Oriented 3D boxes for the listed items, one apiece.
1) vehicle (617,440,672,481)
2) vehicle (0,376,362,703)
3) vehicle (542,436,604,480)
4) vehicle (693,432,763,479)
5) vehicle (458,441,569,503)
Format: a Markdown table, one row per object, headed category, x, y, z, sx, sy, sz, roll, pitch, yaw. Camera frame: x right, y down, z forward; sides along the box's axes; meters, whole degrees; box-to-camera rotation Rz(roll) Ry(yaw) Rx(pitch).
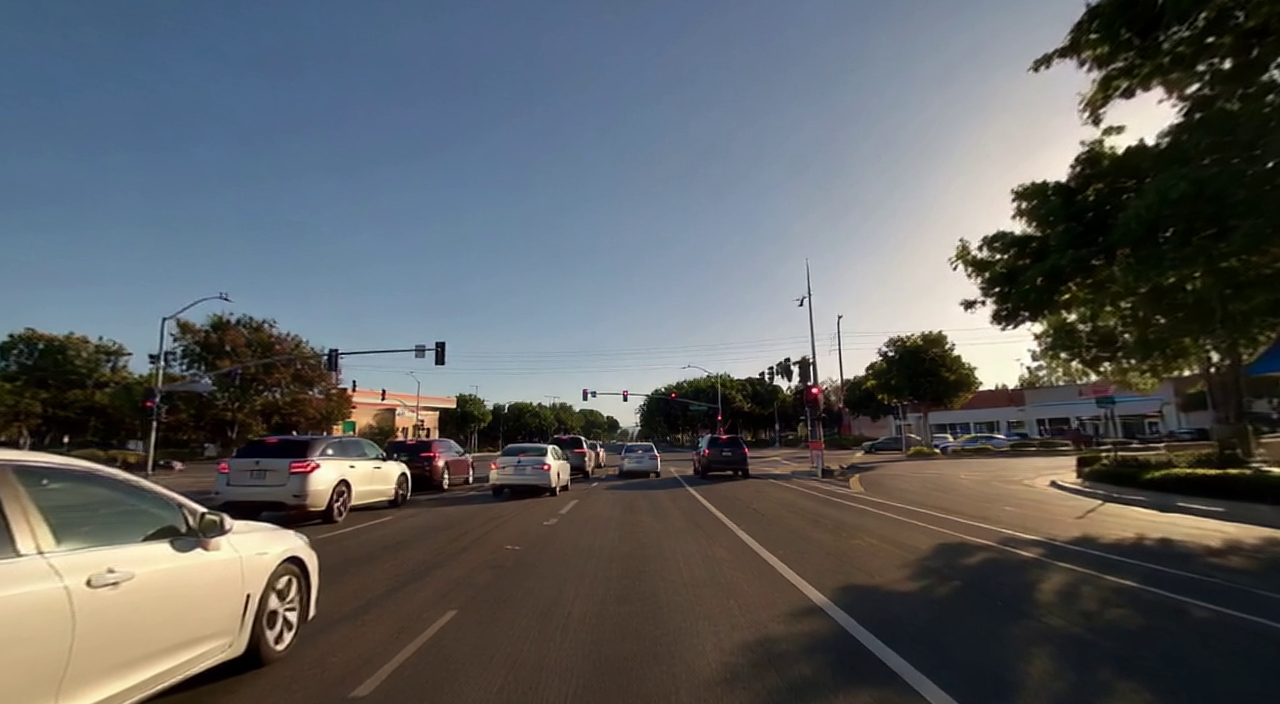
| category | x | y | z | sx | sy | sz | roll | pitch | yaw |
| --- | --- | --- | --- | --- | --- | --- | --- | --- | --- |
| vehicle | 0.196 | 4.329 | 25.340 | 2.032 | 1.499 | 3.994 | 0 | -9 | 1 |
| vehicle | -3.120 | 0.836 | 1.904 | 2.249 | 1.517 | 4.951 | 0 | -9 | 1 |
| vehicle | -2.745 | 4.493 | 26.866 | 2.072 | 1.694 | 4.070 | 0 | -9 | 2 |
| vehicle | 3.417 | 4.152 | 25.356 | 2.076 | 1.691 | 4.402 | 0 | -9 | -2 |
| vehicle | -3.291 | 3.226 | 17.339 | 2.014 | 1.472 | 4.357 | 0 | -9 | 2 |
